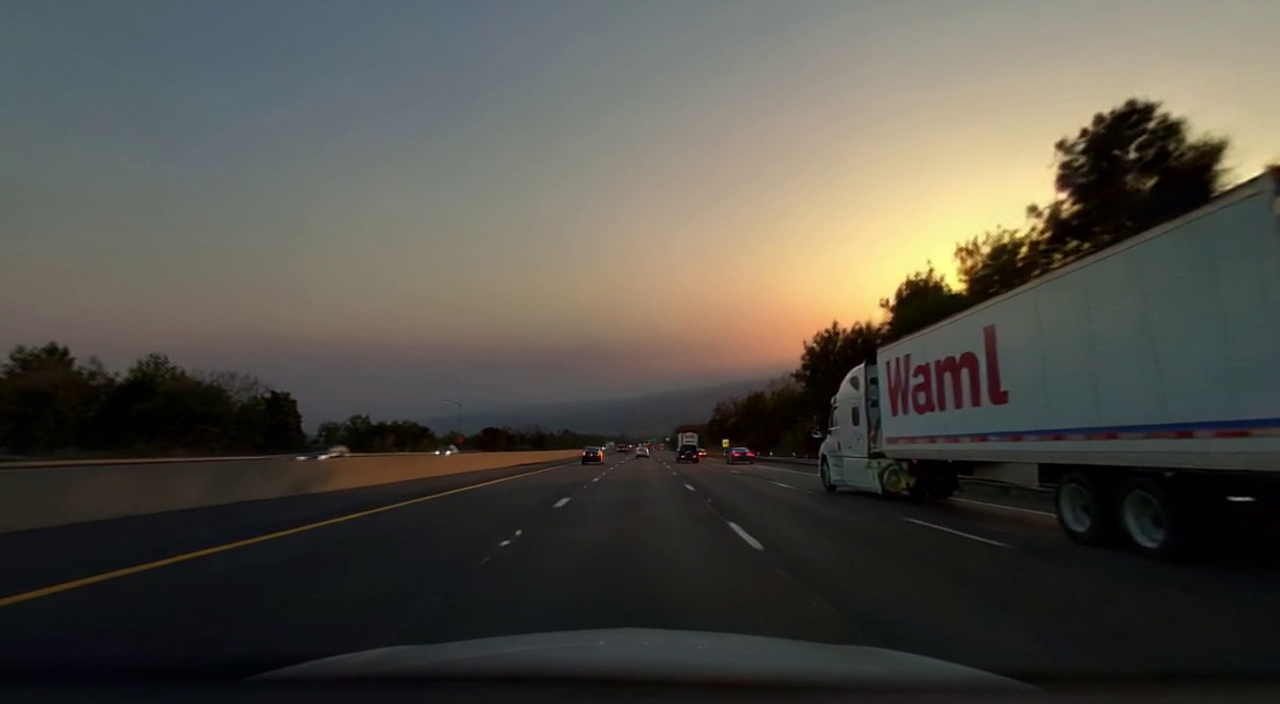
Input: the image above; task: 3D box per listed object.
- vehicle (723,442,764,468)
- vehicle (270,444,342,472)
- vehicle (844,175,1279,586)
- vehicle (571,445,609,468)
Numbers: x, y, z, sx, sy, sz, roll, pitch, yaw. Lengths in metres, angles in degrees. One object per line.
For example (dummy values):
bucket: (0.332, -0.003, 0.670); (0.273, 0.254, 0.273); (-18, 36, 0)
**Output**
vehicle: (7.148, 7.173, 43.965); (2.188, 1.727, 4.381); (0, -9, 1)
vehicle: (-21.452, 6.790, 40.617); (1.901, 1.694, 4.592); (0, -9, 3)
vehicle: (8.005, 1.198, 12.350); (2.912, 4.143, 15.538); (0, -9, 0)
vehicle: (-3.399, 7.273, 44.019); (2.164, 1.507, 4.748); (0, -9, 1)
